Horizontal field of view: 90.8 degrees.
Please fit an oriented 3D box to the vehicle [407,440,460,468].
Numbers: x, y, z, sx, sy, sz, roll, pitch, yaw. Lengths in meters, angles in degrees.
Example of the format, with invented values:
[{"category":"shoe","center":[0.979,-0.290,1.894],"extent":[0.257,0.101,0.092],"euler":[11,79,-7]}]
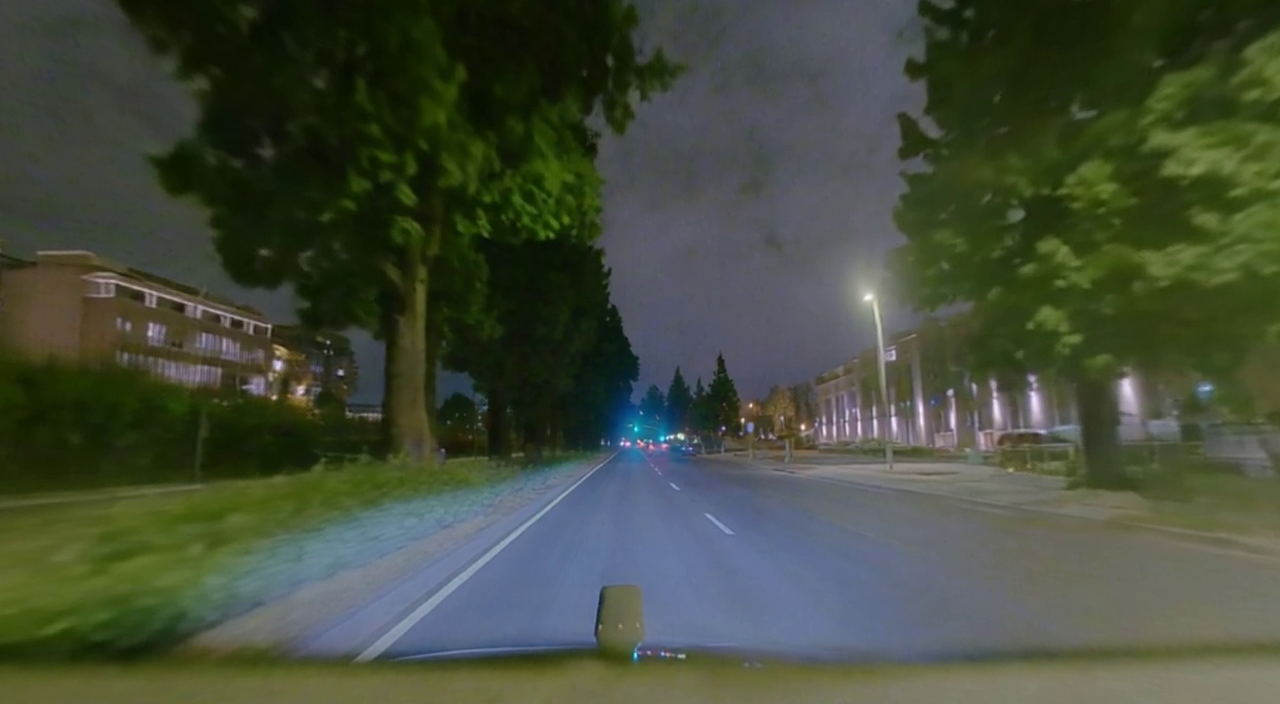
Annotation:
[{"category":"vehicle","center":[-15.507,7.694,47.772],"extent":[2.141,1.942,5.474],"euler":[0,-8,0]}]
